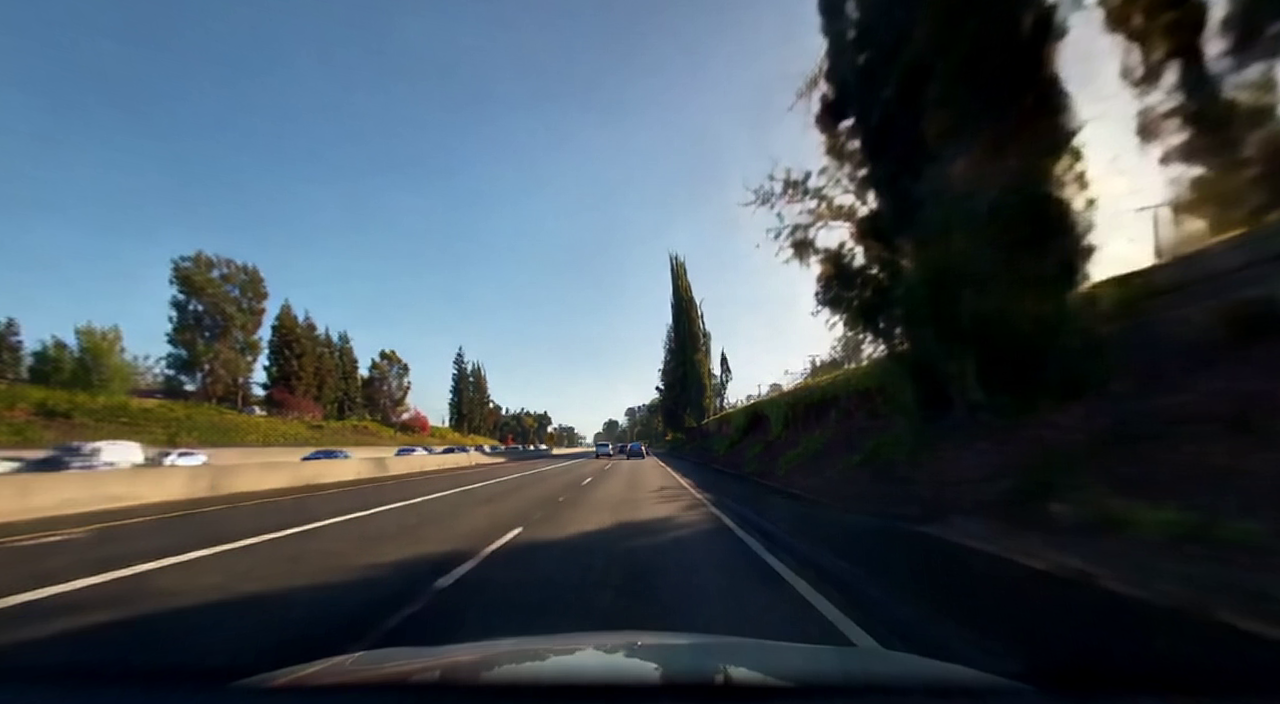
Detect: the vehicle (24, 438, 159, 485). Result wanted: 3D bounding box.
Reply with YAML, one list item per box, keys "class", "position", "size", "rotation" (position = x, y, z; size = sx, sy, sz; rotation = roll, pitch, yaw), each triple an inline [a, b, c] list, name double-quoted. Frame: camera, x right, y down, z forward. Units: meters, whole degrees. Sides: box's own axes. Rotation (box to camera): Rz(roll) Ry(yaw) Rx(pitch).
- class: "vehicle"
  position: [-29.646, 5.911, 34.351]
  size: [2.279, 2.293, 5.544]
  rotation: [0, -9, 0]

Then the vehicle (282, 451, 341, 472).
- class: "vehicle"
  position: [-25.956, 8.631, 49.995]
  size: [2.033, 1.555, 4.737]
  rotation: [0, -9, 1]

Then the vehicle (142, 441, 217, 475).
- class: "vehicle"
  position: [-33.466, 7.684, 45.905]
  size: [2.249, 2.289, 4.150]
  rotation: [0, -9, 0]
